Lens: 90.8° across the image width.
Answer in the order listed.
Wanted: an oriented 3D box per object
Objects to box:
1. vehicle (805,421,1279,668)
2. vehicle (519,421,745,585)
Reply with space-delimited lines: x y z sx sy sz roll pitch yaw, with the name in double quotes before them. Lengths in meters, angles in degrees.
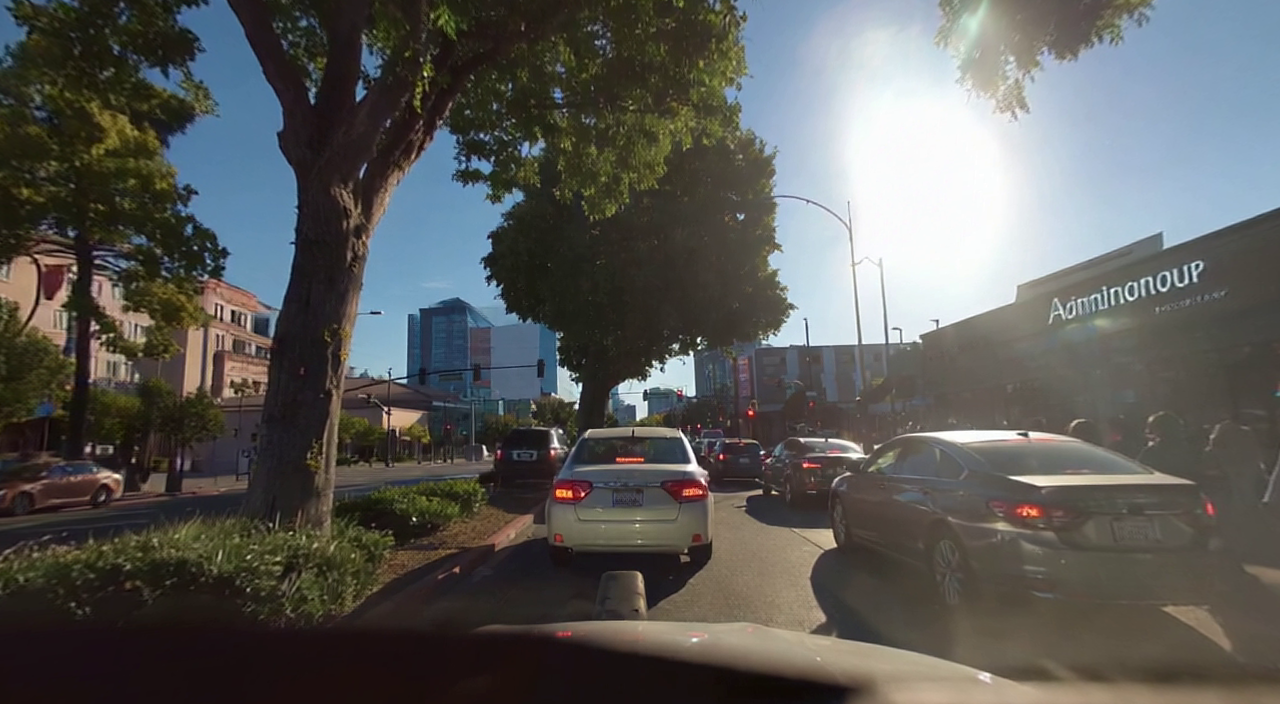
"vehicle" 3.217 1.495 6.124 1.912 1.454 4.537 0 -9 -1
"vehicle" -0.111 1.718 8.007 2.118 1.512 4.013 0 -9 -1
